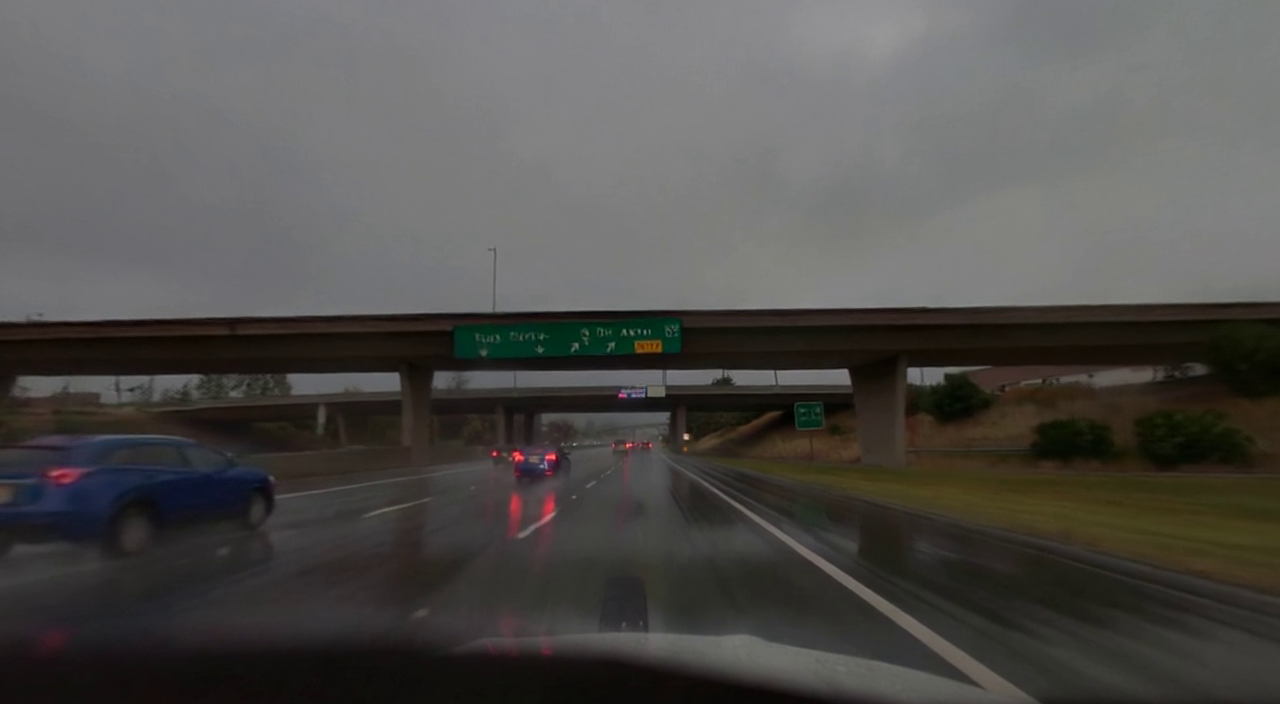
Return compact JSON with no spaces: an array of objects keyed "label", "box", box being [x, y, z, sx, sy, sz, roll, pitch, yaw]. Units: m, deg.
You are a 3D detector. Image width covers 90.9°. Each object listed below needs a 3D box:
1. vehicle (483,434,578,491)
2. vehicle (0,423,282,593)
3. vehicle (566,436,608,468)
[{"label":"vehicle","box":[-3.420,3.564,20.714,2.210,1.628,4.586,0,-8,1]},{"label":"vehicle","box":[-6.905,1.737,7.798,2.069,1.551,4.830,0,-8,1]},{"label":"vehicle","box":[-3.172,6.112,38.562,2.080,1.811,4.644,0,-8,1]}]
